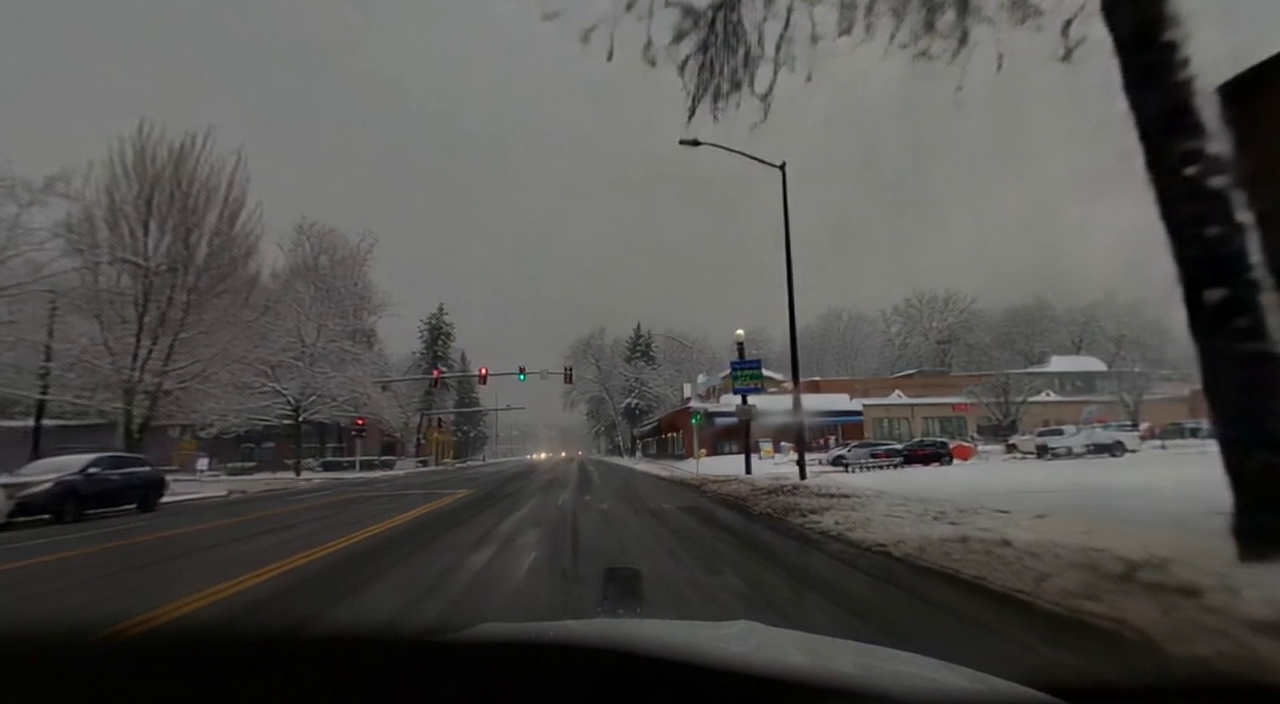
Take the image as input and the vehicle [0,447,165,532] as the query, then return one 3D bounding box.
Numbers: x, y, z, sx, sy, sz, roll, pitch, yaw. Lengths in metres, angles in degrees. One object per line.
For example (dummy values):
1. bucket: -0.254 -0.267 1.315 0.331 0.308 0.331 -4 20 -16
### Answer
1. vehicle: -14.223 3.330 15.450 1.944 1.742 4.507 -3 -10 -6
